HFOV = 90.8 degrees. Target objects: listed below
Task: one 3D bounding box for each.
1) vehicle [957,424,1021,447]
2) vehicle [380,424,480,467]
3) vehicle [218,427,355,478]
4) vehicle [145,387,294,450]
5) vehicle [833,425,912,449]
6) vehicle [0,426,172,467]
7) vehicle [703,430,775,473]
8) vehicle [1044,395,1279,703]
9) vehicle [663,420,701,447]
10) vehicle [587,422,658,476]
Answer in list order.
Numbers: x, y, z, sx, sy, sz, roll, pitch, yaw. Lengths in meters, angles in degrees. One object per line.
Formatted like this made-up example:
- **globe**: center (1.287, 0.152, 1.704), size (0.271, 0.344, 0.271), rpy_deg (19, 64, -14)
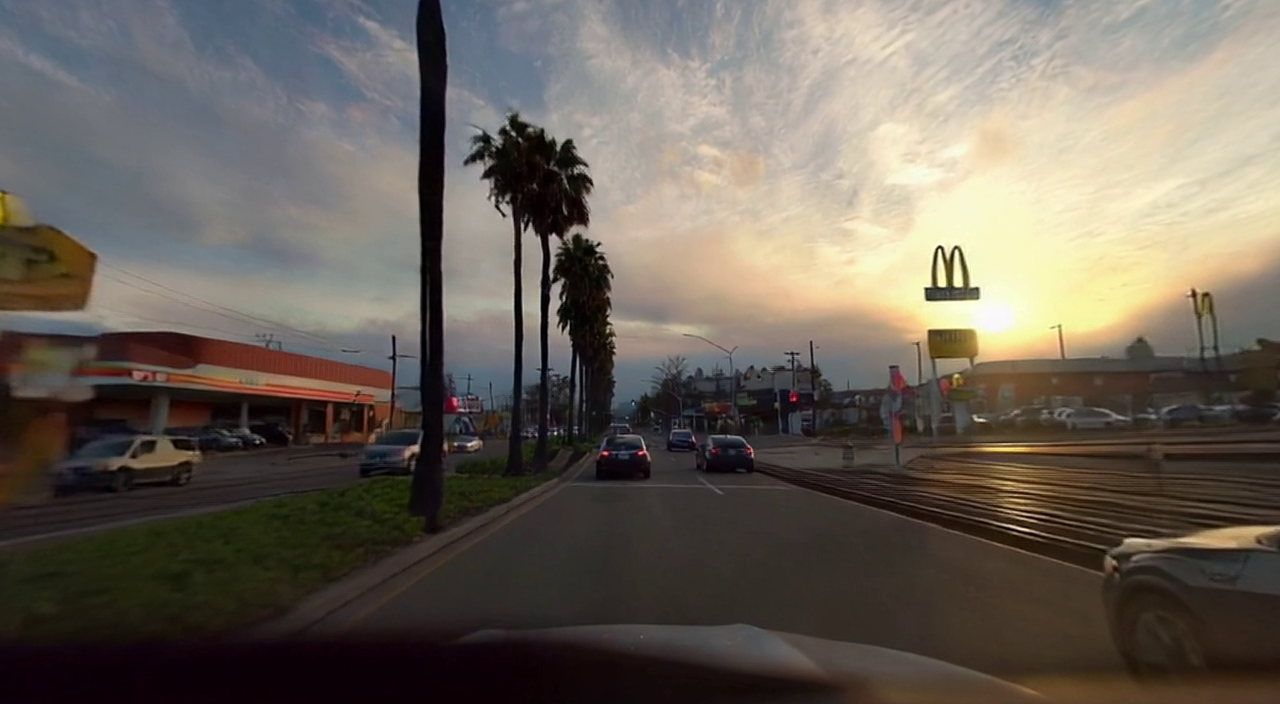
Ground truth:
- **vehicle**: center (27.093, 6.500, 49.162), size (3.856, 1.515, 1.691), rpy_deg (-3, -8, 3)
- **vehicle**: center (-7.935, 3.618, 24.450), size (2.052, 1.483, 4.751), rpy_deg (-1, -8, 3)
- **vehicle**: center (-11.463, 3.299, 20.938), size (1.865, 1.472, 4.532), rpy_deg (0, -8, 1)
- **vehicle**: center (-23.932, 4.013, 36.657), size (2.791, 3.271, 7.924), rpy_deg (-1, -8, 3)
- **vehicle**: center (14.634, 5.399, 39.931), size (4.293, 1.438, 1.773), rpy_deg (0, -8, 0)
- **vehicle**: center (-20.981, 3.585, 23.952), size (4.858, 1.489, 2.147), rpy_deg (-1, -8, 5)
- **vehicle**: center (3.604, 3.703, 23.756), size (1.889, 1.448, 4.262), rpy_deg (0, -8, -1)
- **vehicle**: center (3.519, 0.802, 1.746), size (1.987, 1.474, 4.198), rpy_deg (0, -8, 0)
- **vehicle**: center (2.962, 5.950, 45.922), size (2.299, 1.803, 5.434), rpy_deg (0, -8, -1)
- **vehicle**: center (-0.674, 3.133, 20.523), size (2.021, 1.550, 4.090), rpy_deg (1, -8, -5)
